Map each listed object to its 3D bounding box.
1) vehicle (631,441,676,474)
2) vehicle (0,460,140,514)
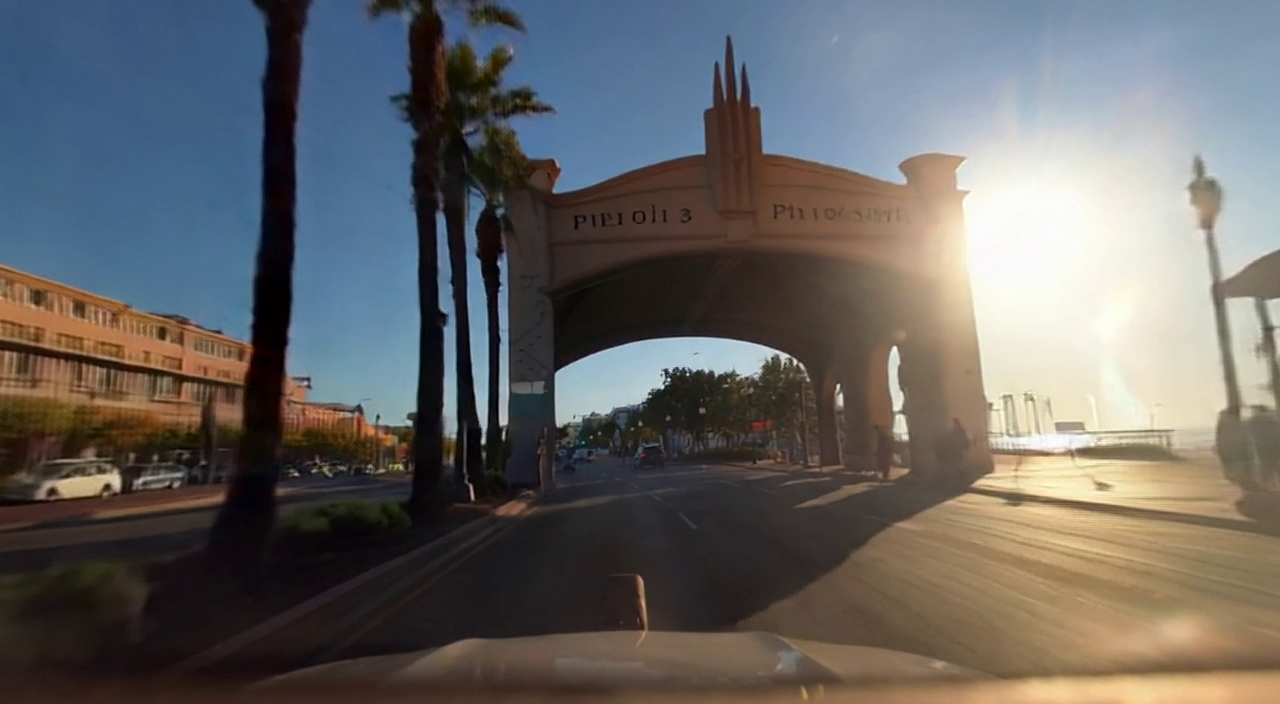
[{"bbox_3d":[0.767,6.954,42.063,2.284,2.010,6.670,0,-8,-5],"label":"vehicle"},{"bbox_3d":[-21.804,4.944,23.633,2.285,1.689,4.968,0,-9,-3],"label":"vehicle"}]
